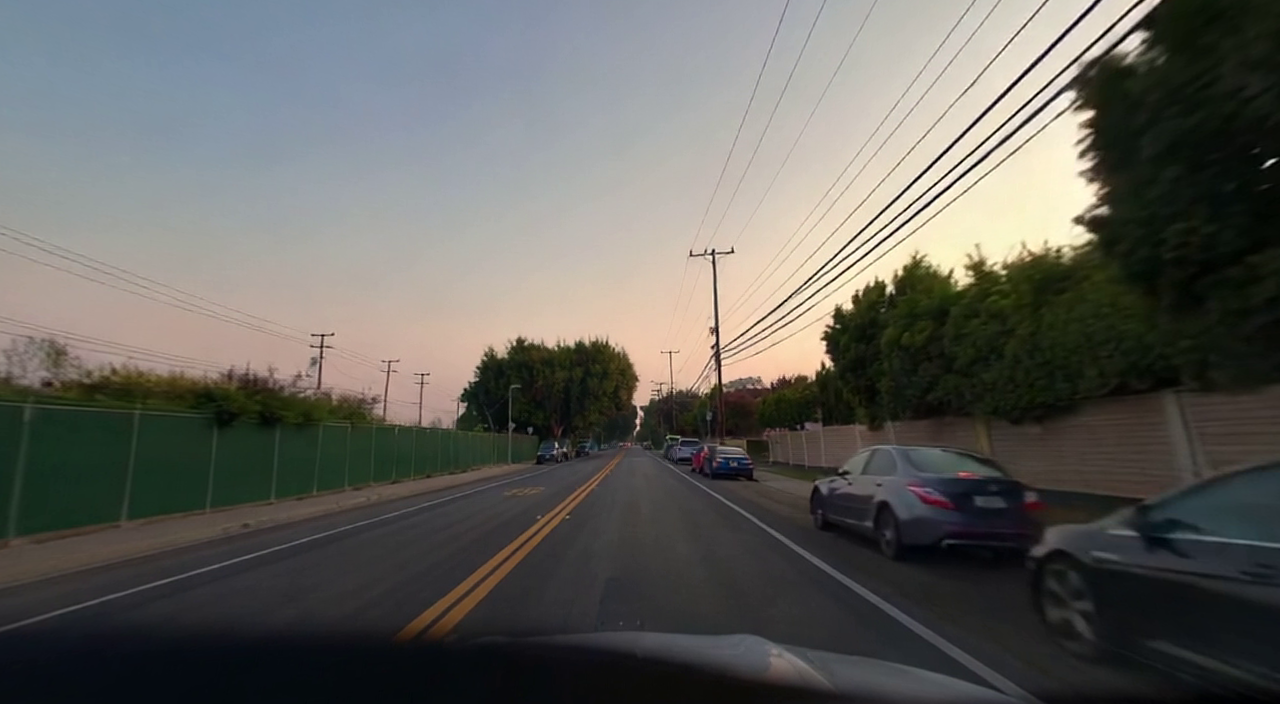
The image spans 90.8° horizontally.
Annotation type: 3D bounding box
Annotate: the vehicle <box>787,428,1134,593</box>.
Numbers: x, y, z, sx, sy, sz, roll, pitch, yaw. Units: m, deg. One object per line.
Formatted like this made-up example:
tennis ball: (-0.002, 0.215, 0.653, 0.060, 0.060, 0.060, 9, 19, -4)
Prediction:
vehicle: (3.528, 1.810, 8.230, 2.029, 1.513, 4.577, 0, -8, -1)

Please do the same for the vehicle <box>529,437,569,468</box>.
vehicle: (-6.830, 7.552, 47.971, 2.268, 2.154, 5.321, 0, -8, 0)

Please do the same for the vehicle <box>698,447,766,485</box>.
vehicle: (3.495, 4.414, 24.832, 1.984, 1.342, 4.066, 0, -8, -1)

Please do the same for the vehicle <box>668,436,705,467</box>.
vehicle: (3.152, 6.898, 43.851, 2.053, 2.005, 5.495, 0, -8, -1)

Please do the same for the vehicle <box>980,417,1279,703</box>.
vehicle: (3.441, 0.977, 2.412, 1.812, 1.454, 4.395, 0, -8, 0)
